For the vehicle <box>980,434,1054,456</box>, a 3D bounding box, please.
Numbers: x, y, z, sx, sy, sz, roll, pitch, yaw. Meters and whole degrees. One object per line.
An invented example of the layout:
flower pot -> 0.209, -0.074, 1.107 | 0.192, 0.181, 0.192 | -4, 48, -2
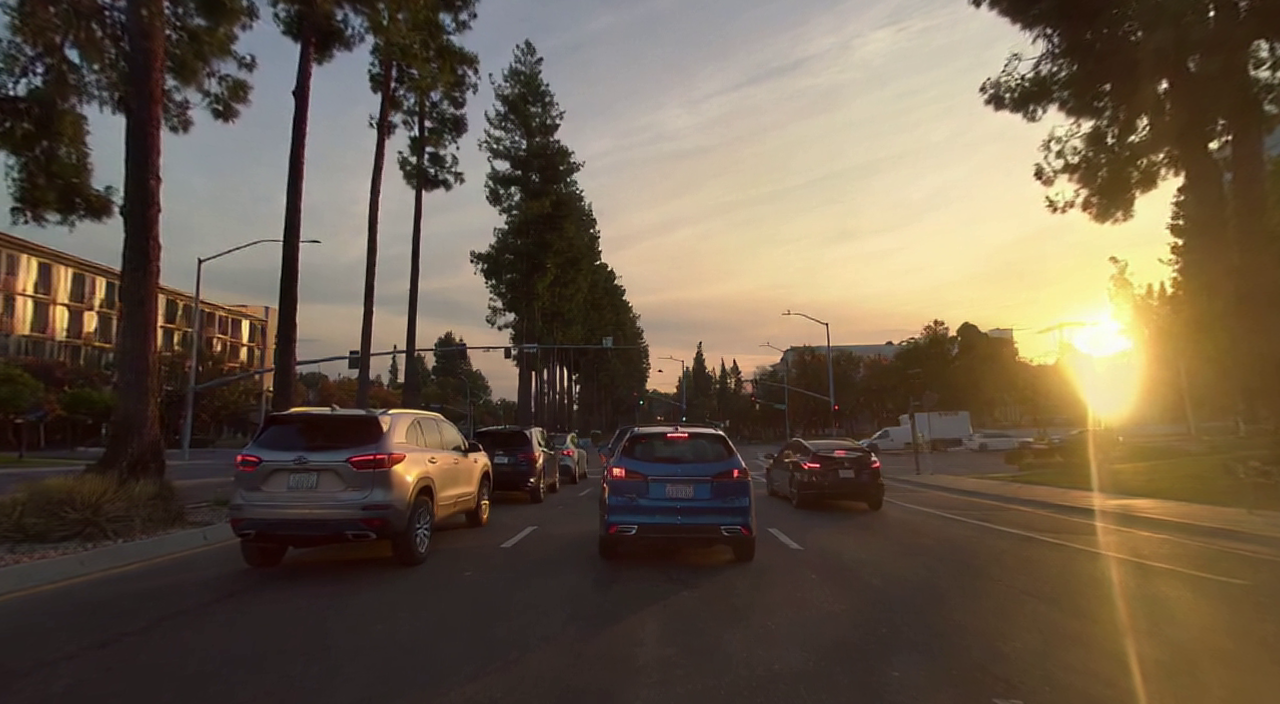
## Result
vehicle -> 24.826, 6.170, 41.566 | 3.944, 1.398, 1.701 | -4, -9, 24

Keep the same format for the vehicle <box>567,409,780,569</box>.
vehicle -> 0.360, 1.730, 8.667 | 2.189, 1.649, 4.171 | 0, -8, 1

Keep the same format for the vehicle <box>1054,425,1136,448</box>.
vehicle -> 33.250, 6.233, 46.136 | 4.632, 1.580, 1.801 | -5, -10, 31

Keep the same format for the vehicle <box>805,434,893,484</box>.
vehicle -> 7.436, 3.839, 22.840 | 2.067, 1.599, 4.251 | -1, -8, 5

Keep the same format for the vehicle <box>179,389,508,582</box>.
vehicle -> -3.264, 1.582, 8.200 | 2.085, 1.812, 4.388 | 0, -8, 0
